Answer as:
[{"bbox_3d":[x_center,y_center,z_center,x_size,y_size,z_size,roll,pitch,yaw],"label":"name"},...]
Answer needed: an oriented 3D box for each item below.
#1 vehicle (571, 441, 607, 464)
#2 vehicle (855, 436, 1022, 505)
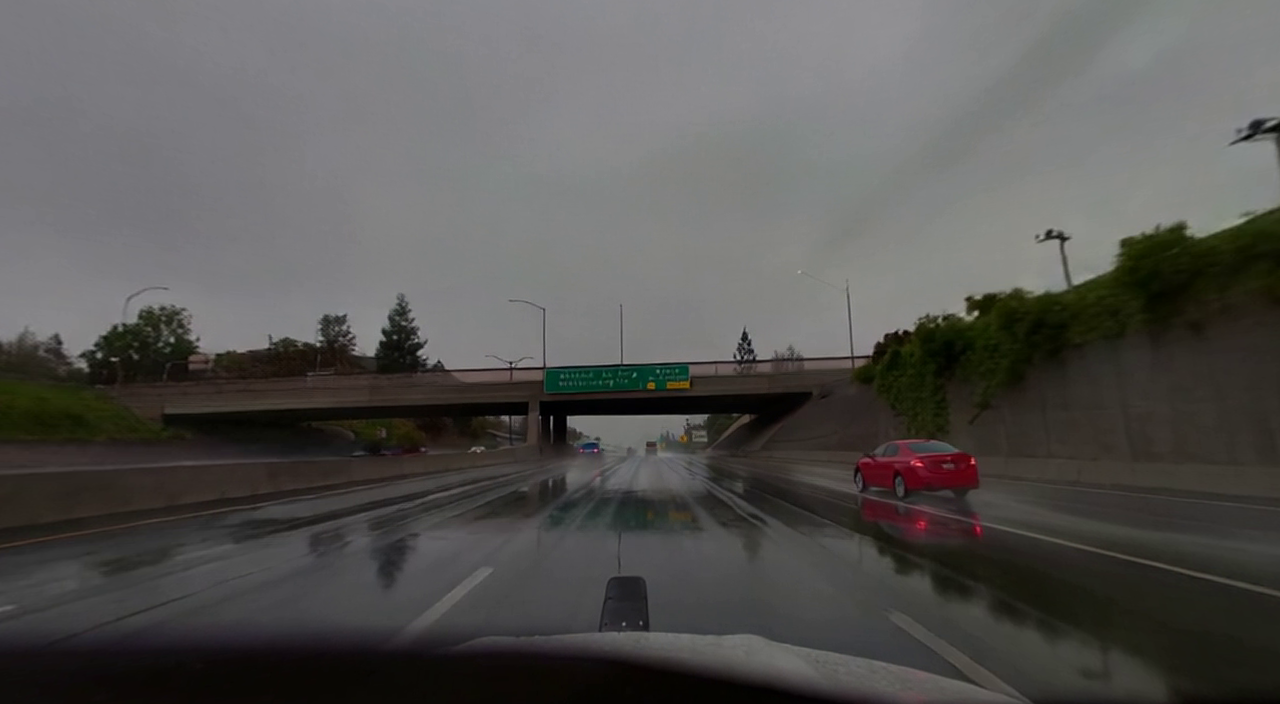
[{"bbox_3d":[-3.629,7.258,45.579,2.085,1.533,4.861,0,-8,1],"label":"vehicle"},{"bbox_3d":[7.157,2.871,15.792,1.914,1.465,4.574,0,-8,0],"label":"vehicle"}]
